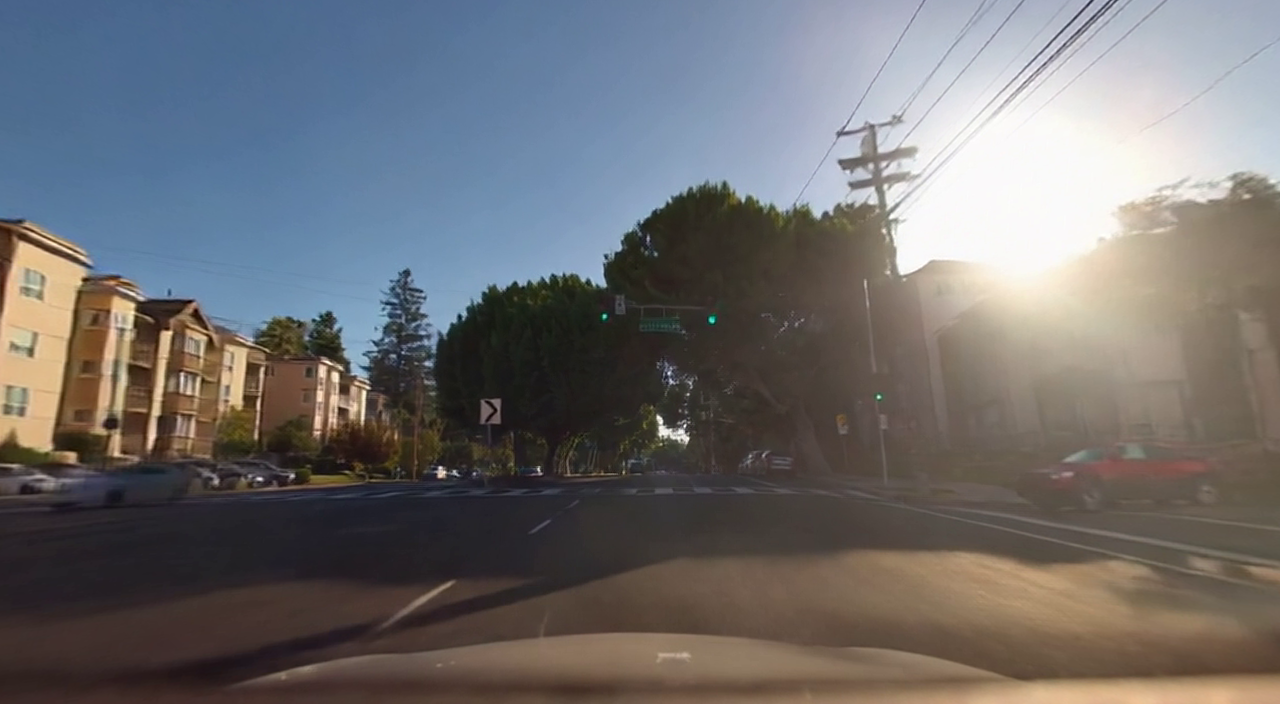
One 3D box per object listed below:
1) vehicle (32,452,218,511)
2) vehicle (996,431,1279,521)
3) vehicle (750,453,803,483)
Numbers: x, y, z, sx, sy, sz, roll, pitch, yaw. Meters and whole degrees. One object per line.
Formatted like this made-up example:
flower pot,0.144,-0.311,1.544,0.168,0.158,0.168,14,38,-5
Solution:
vehicle,-16.056,4.019,20.077,1.951,1.595,4.548,-1,-8,2
vehicle,9.991,2.472,12.914,4.171,1.654,1.919,-1,-8,5
vehicle,7.485,6.363,34.964,1.875,1.481,4.434,0,-8,-1
